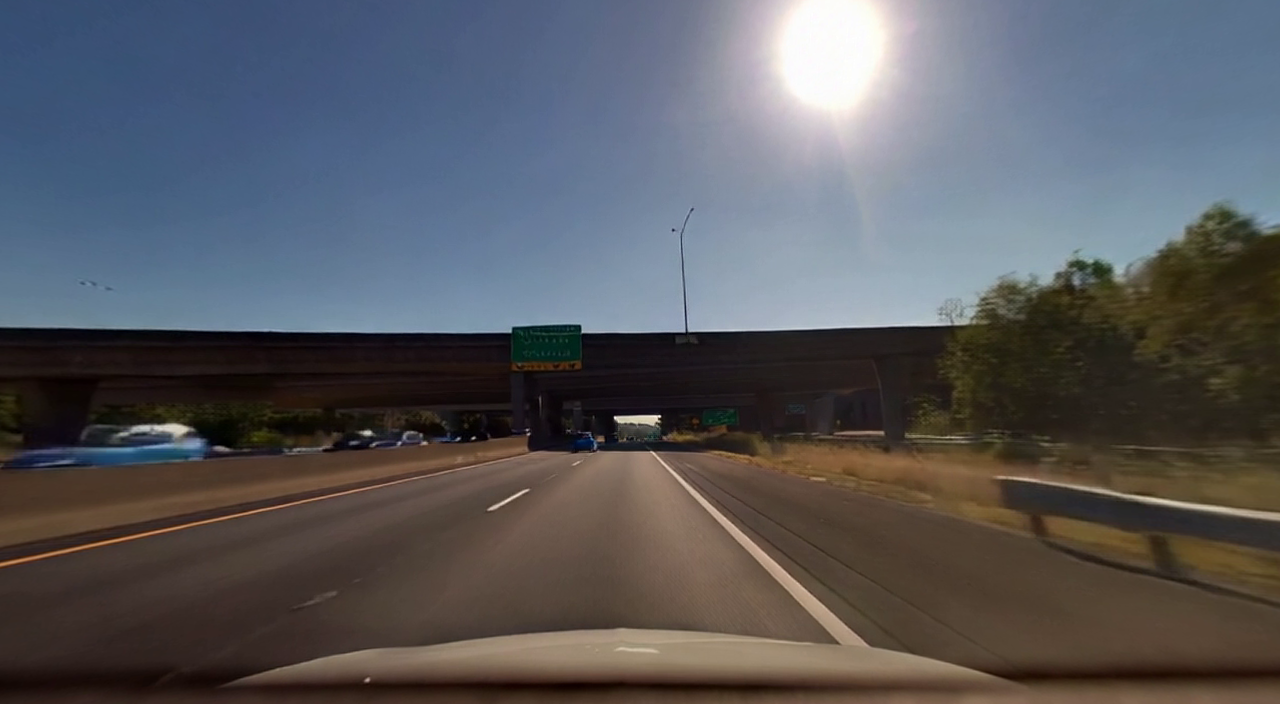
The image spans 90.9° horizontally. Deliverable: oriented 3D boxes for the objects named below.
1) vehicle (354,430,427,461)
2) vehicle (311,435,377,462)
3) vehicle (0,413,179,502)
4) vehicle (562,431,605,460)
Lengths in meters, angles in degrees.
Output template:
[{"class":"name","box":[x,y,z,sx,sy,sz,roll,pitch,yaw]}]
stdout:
[{"class":"vehicle","box":[-13.624,5.115,34.761,2.078,1.600,4.755,0,-8,0]},{"class":"vehicle","box":[-17.542,5.728,37.549,1.839,1.484,4.240,0,-8,0]},{"class":"vehicle","box":[-13.114,2.285,14.042,1.945,1.658,4.898,0,-8,0]},{"class":"vehicle","box":[-3.323,5.582,37.838,2.086,1.624,4.607,0,-8,1]}]
